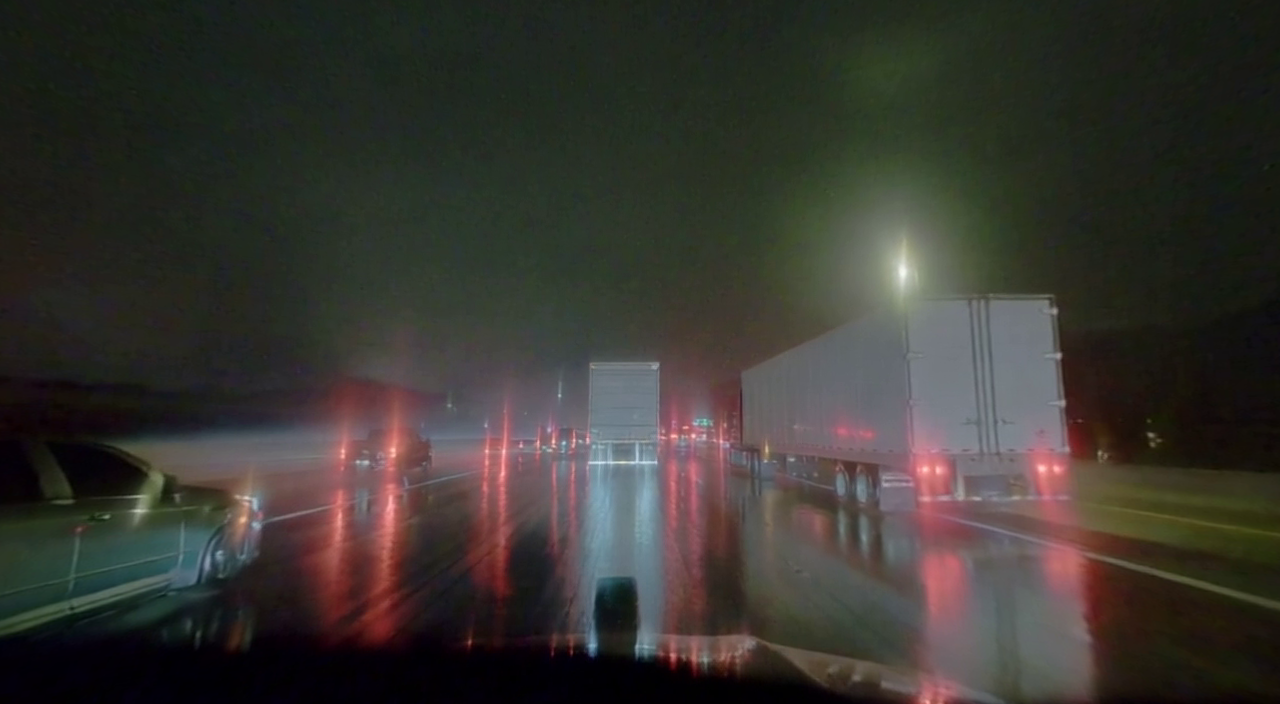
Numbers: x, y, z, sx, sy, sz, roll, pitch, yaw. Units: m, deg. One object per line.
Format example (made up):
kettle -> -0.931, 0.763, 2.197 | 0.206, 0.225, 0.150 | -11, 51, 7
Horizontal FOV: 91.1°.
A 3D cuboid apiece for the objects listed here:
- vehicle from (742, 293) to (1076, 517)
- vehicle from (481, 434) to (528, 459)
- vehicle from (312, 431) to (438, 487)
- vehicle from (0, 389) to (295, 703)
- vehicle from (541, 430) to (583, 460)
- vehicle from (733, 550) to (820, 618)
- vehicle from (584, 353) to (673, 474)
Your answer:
vehicle -> 5.830, 1.815, 18.057 | 2.863, 3.936, 14.058 | 0, -8, -2
vehicle -> -8.613, 6.025, 40.285 | 2.019, 1.471, 4.347 | 0, -8, 0
vehicle -> -7.783, 3.149, 18.995 | 1.909, 1.479, 4.425 | 0, -8, 0
vehicle -> -3.871, 0.997, 3.378 | 1.882, 1.493, 3.828 | 0, -8, -1
vehicle -> -4.530, 5.471, 37.104 | 1.986, 1.612, 4.155 | 0, -8, 0
vehicle -> 5.430, 9.333, 25.500 | 2.835, 2.000, 2.696 | 0, -8, -2
vehicle -> -0.528, 2.688, 26.042 | 2.938, 4.033, 9.980 | 0, -8, -2
